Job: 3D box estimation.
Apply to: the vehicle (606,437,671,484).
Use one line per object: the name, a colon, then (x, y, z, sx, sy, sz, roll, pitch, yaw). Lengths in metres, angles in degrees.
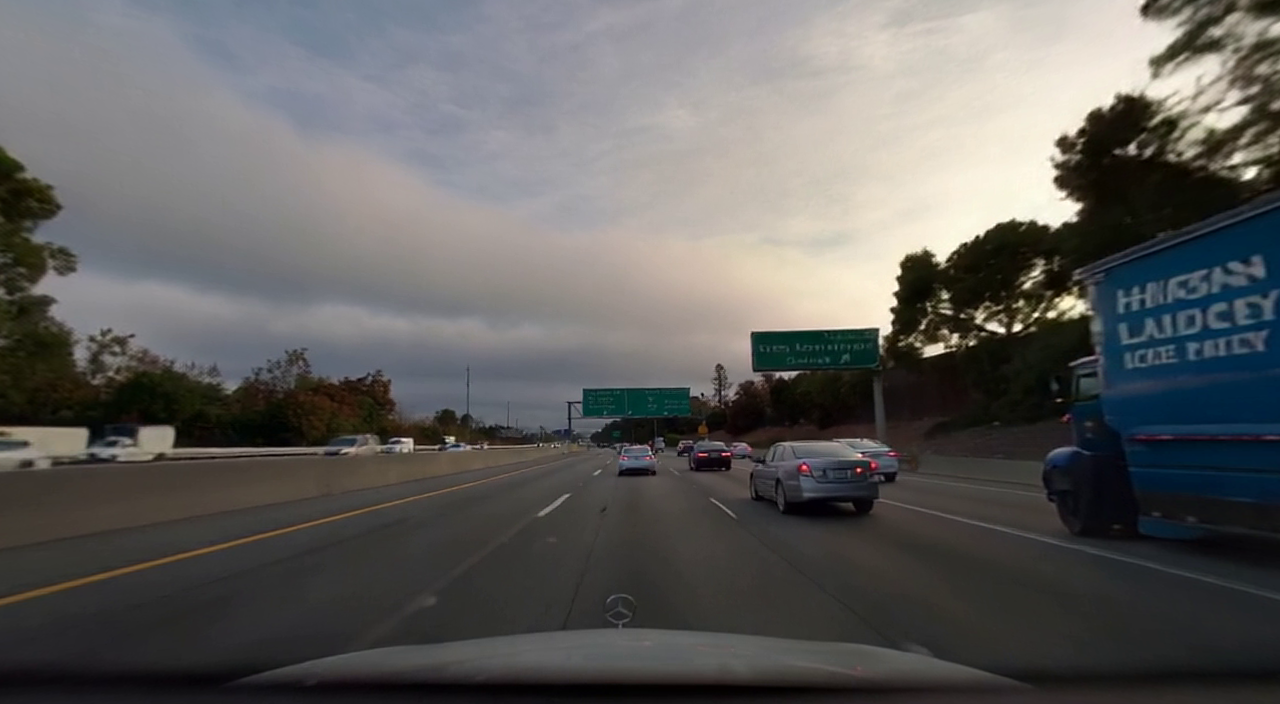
vehicle: (-0.075, 3.782, 22.324, 2.098, 1.475, 3.997, 0, -9, -1)

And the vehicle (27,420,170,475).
vehicle: (-25.721, 4.578, 30.351, 2.546, 2.417, 4.759, 0, -9, 0)

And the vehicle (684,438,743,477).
vehicle: (2.981, 4.402, 26.597, 1.856, 1.517, 4.198, 0, -9, -2)

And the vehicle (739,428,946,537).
vehicle: (3.220, 2.192, 11.287, 1.993, 1.504, 4.781, 0, -9, -2)

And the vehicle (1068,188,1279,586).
vehicle: (7.376, 0.070, 4.203, 2.799, 3.655, 8.627, 0, -9, -1)

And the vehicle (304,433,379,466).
vehicle: (-17.780, 5.835, 37.914, 2.118, 1.795, 4.929, 0, -9, 0)
